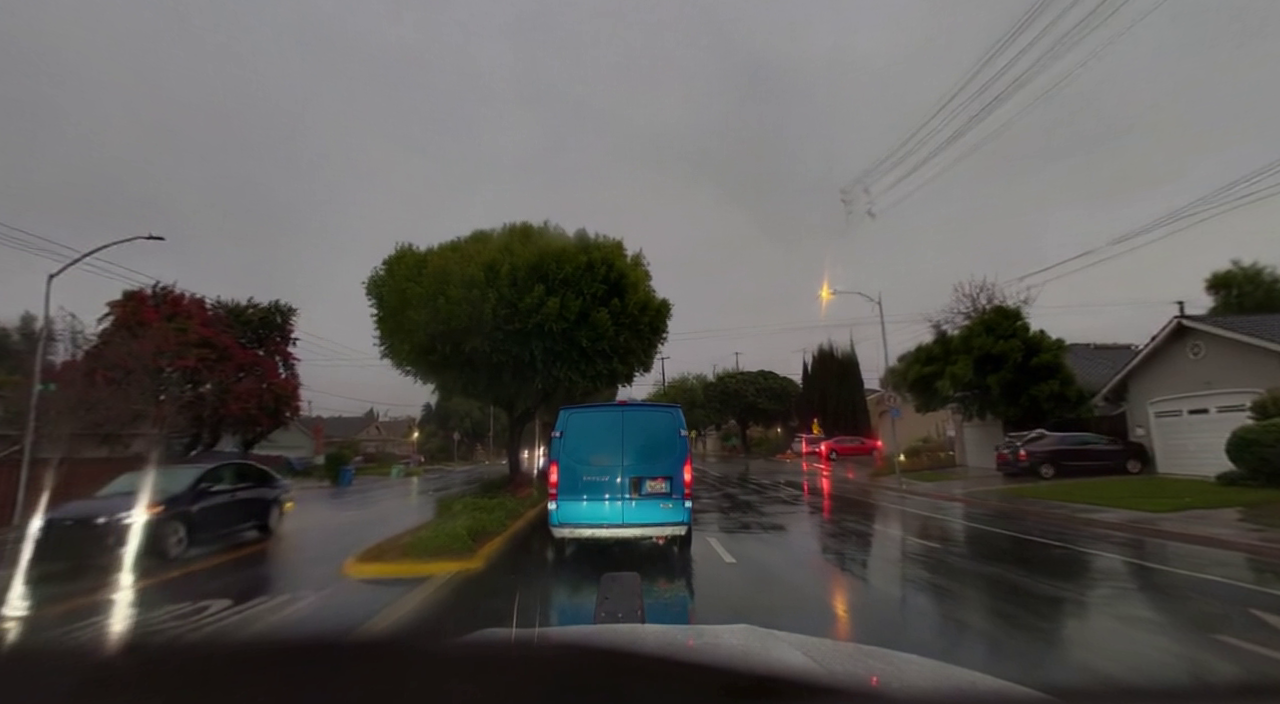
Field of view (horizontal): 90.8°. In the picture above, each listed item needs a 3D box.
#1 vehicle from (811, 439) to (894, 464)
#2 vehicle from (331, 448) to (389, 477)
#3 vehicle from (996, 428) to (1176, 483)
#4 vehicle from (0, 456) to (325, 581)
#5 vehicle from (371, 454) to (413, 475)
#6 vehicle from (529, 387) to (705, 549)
[{"bbox_3d":[13.091,6.166,39.088,4.483,1.463,1.805,0,-9,-1],"label":"vehicle"},{"bbox_3d":[-18.055,7.100,40.950,1.841,1.769,4.105,0,-9,-1],"label":"vehicle"},{"bbox_3d":[13.143,3.063,18.814,3.916,1.517,1.887,0,-9,-2],"label":"vehicle"},{"bbox_3d":[-7.222,2.484,10.284,1.962,1.481,4.434,0,-9,-1],"label":"vehicle"},{"bbox_3d":[-18.140,8.251,46.364,1.633,1.398,3.729,0,-9,-1],"label":"vehicle"},{"bbox_3d":[-0.329,1.913,10.923,2.342,2.142,4.809,0,-9,-1],"label":"vehicle"}]
